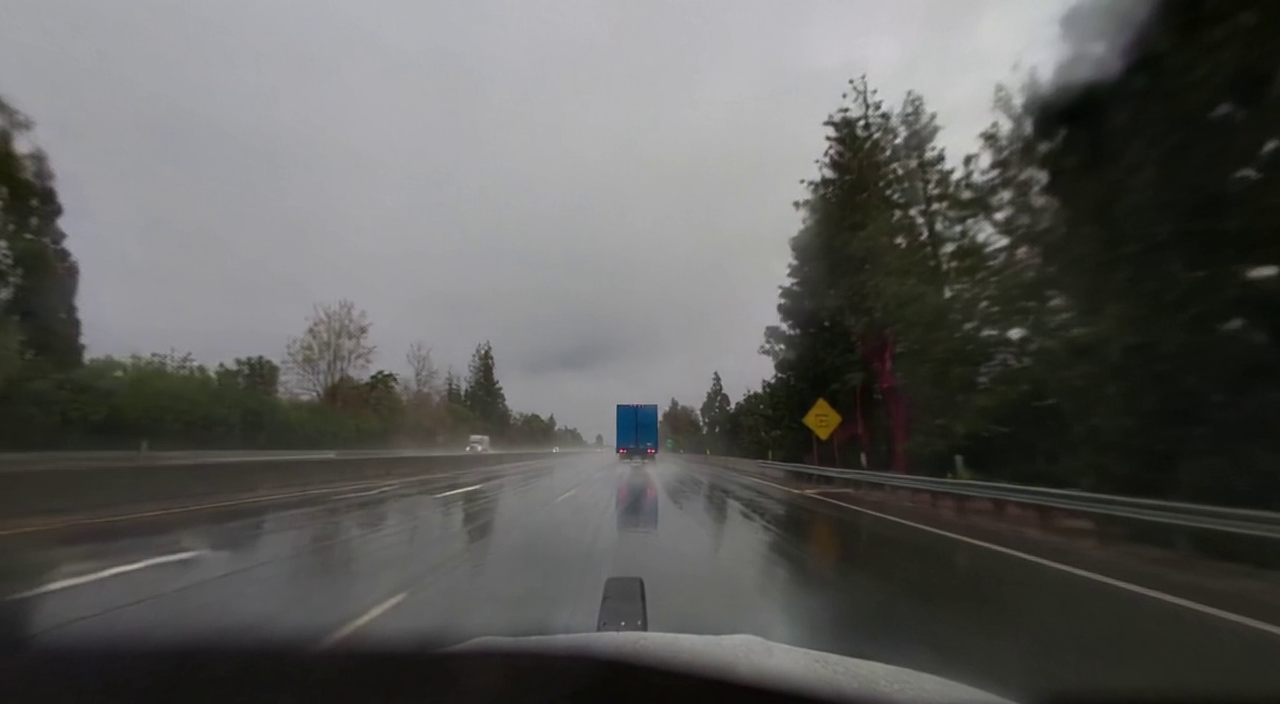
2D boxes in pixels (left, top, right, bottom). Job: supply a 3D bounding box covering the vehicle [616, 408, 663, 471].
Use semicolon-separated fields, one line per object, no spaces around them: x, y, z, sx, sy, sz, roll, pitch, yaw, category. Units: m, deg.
-0.083;6.423;45.700;2.982;3.947;11.075;0;-9;-1;vehicle
